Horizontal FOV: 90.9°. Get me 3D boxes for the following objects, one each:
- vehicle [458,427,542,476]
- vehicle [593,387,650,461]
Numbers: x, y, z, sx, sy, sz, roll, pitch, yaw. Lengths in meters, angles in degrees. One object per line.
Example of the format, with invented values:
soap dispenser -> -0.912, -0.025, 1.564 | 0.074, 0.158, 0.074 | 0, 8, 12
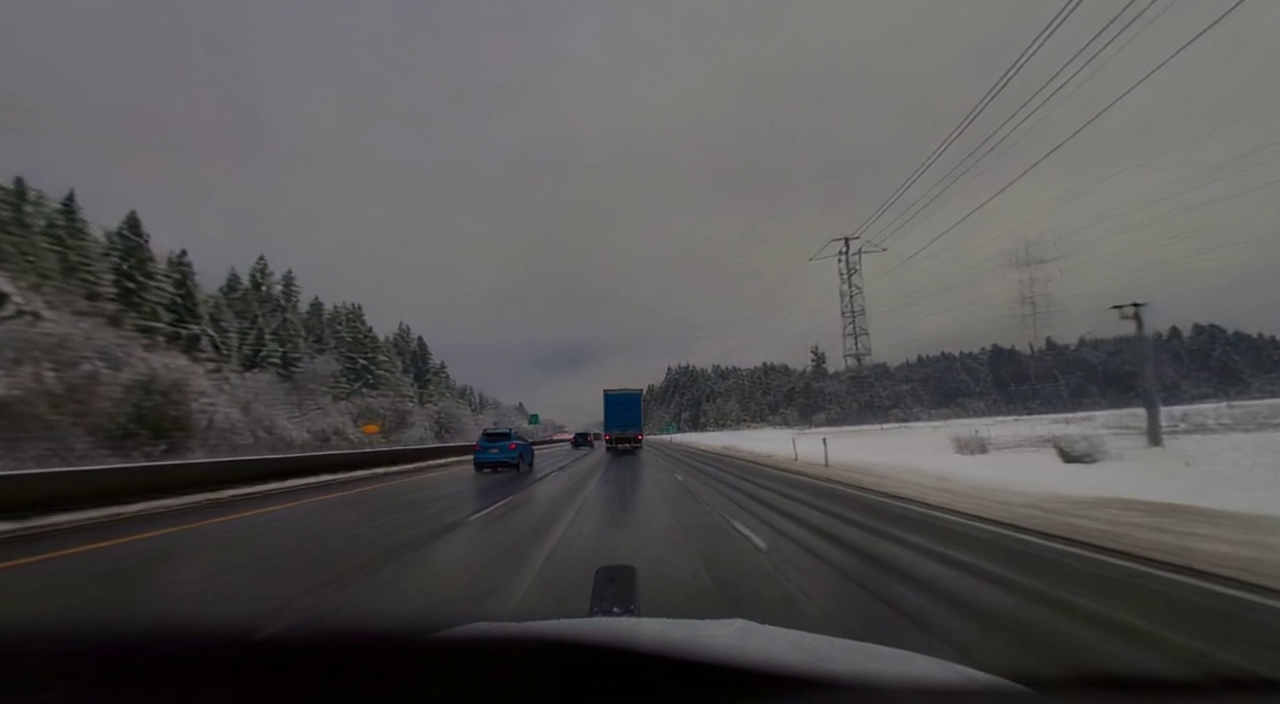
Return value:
vehicle -> -5.047, 3.646, 23.394 | 2.117, 1.618, 4.480 | 0, -8, 0
vehicle -> -1.105, 4.428, 37.988 | 2.955, 3.851, 9.915 | 0, -8, -2
